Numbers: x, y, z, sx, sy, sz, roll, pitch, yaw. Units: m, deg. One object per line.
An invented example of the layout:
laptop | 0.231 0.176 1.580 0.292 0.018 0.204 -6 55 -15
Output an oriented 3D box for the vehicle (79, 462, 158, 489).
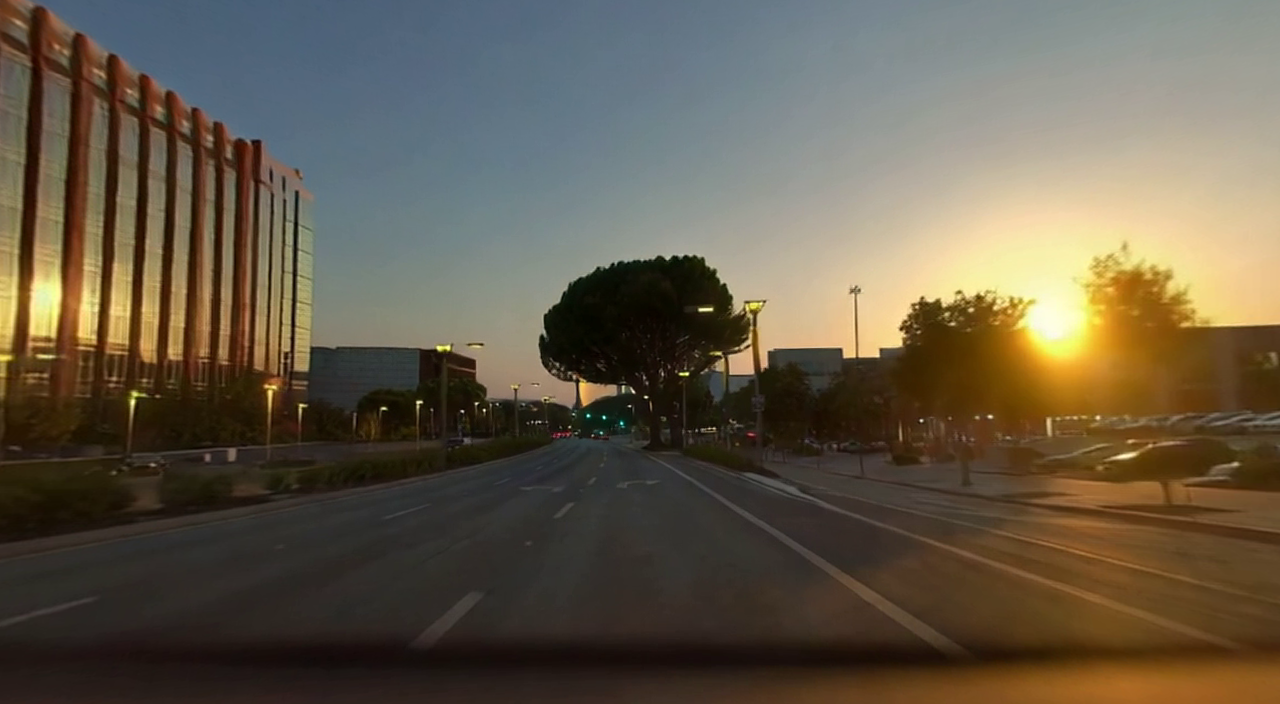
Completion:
vehicle | -32.855 7.773 39.926 1.794 1.427 3.715 2 -9 0
